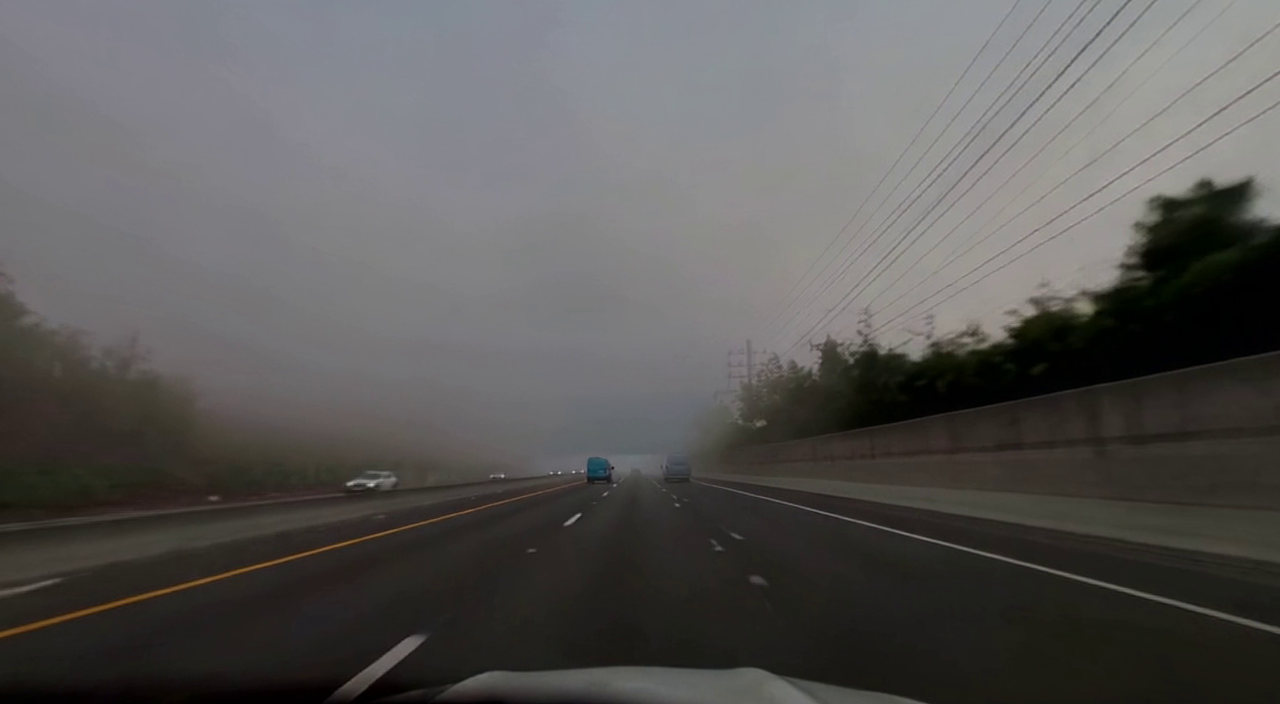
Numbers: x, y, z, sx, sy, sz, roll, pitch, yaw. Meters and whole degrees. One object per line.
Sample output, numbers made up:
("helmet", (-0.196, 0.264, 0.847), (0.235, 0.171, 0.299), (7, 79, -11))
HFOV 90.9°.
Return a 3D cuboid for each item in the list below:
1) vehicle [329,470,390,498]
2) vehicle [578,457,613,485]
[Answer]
("vehicle", (-17.444, 8.196, 39.362), (1.980, 1.566, 3.795), (1, -11, 0))
("vehicle", (-3.365, 9.166, 48.702), (2.324, 2.008, 4.654), (1, -10, 0))
